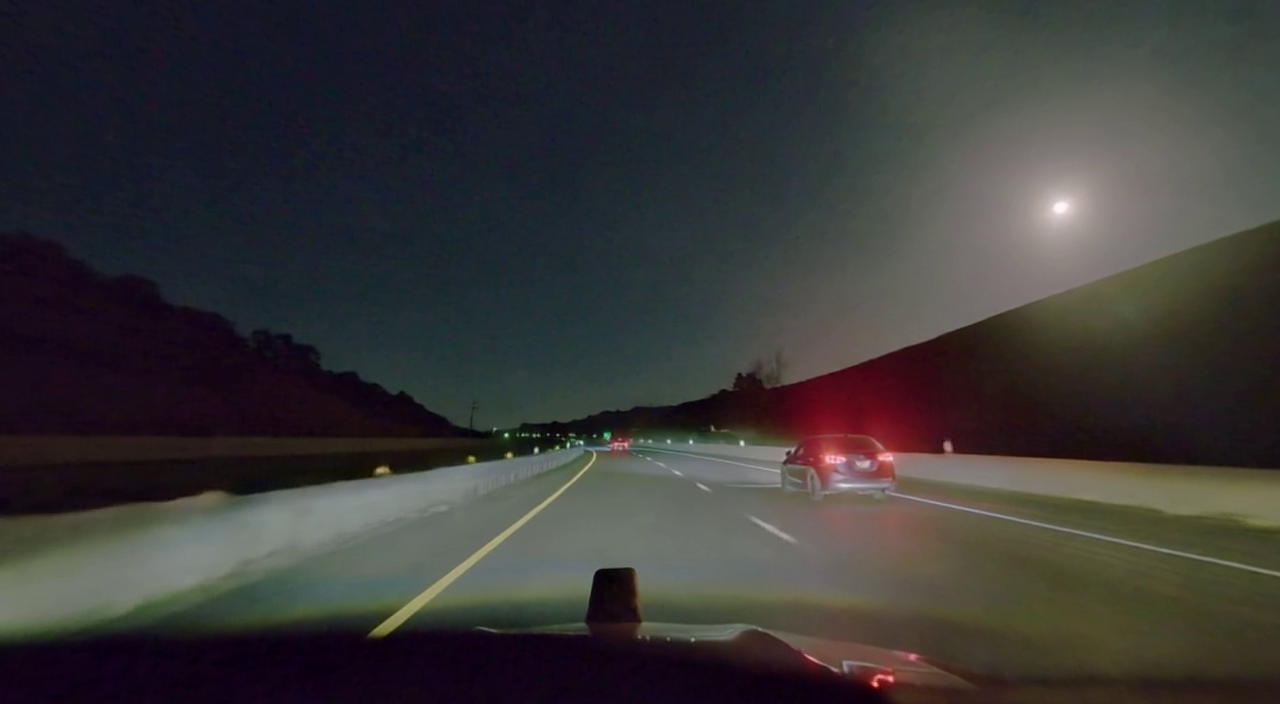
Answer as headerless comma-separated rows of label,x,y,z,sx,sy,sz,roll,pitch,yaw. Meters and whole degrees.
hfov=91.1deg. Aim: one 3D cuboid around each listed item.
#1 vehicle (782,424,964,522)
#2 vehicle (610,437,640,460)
vehicle,4.047,2.144,11.663,1.852,1.513,3.652,0,-8,-2
vehicle,-1.092,6.719,43.731,1.998,1.512,3.735,0,-8,-3
